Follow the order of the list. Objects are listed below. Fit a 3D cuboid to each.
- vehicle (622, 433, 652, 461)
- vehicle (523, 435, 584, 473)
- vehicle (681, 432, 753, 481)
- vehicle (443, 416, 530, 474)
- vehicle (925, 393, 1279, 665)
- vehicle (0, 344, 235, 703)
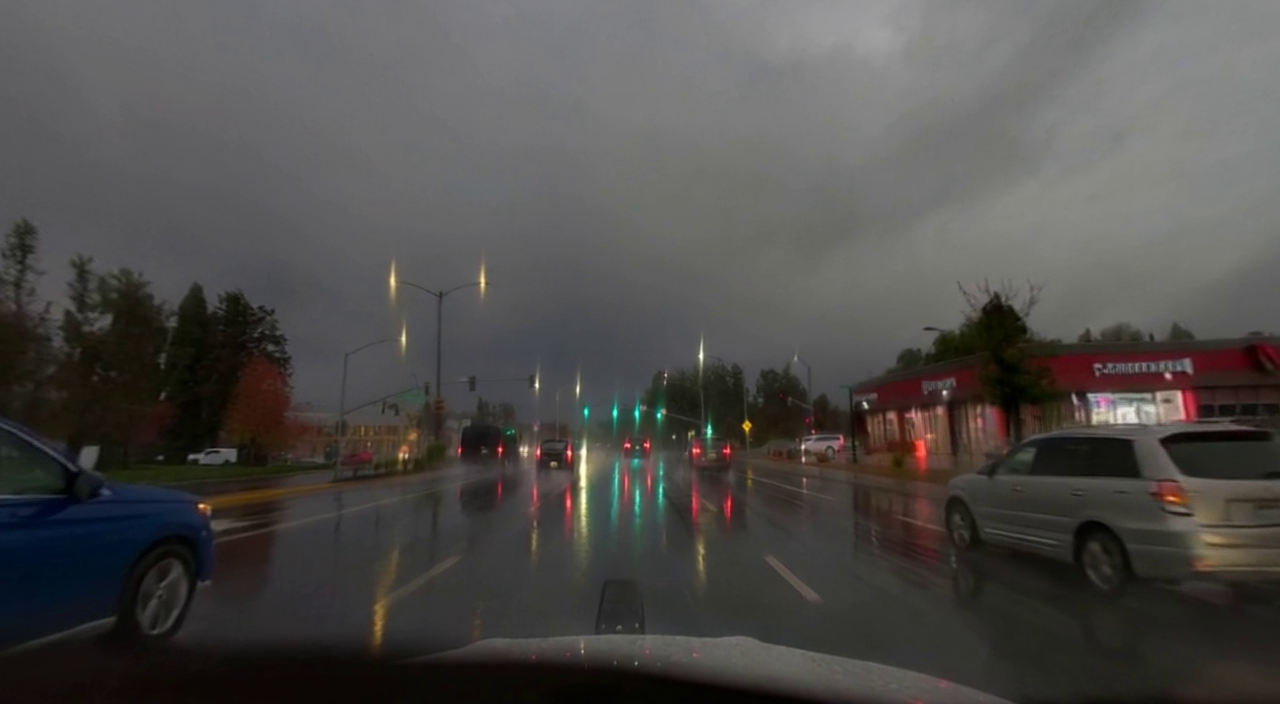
[{"bbox_3d":[-0.295,7.516,49.833,2.299,2.104,5.207,0,-9,-1],"label":"vehicle"},{"bbox_3d":[-4.033,4.866,30.184,2.133,1.677,4.727,0,-9,1],"label":"vehicle"},{"bbox_3d":[3.030,4.254,25.902,2.167,1.792,4.835,1,-9,-2],"label":"vehicle"},{"bbox_3d":[-7.595,4.738,32.063,2.863,2.592,6.410,0,-9,-1],"label":"vehicle"},{"bbox_3d":[4.801,1.415,6.088,2.080,1.661,4.324,0,-9,1],"label":"vehicle"},{"bbox_3d":[-3.988,0.762,2.394,2.038,1.748,4.303,0,-9,-1],"label":"vehicle"}]
